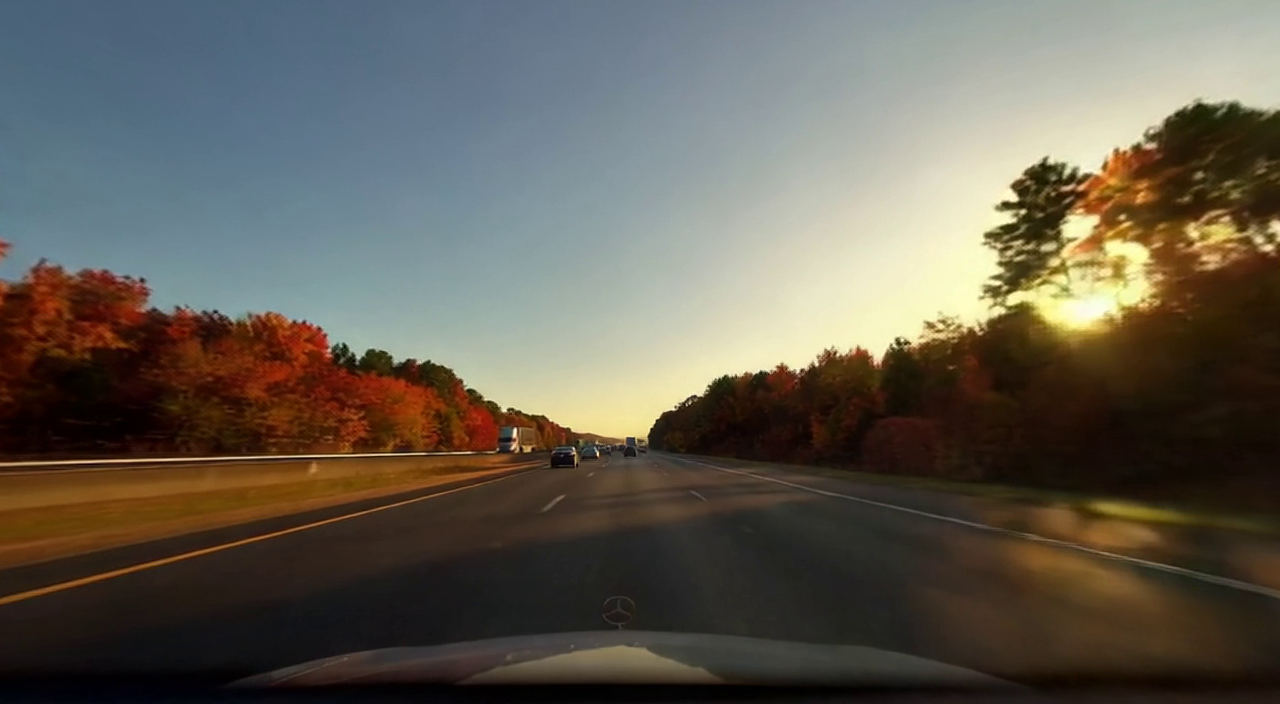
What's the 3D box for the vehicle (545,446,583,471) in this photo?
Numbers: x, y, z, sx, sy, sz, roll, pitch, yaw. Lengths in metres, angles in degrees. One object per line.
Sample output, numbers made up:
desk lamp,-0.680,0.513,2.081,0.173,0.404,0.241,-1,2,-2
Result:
vehicle,-4.662,6.619,39.082,1.963,1.475,3.665,0,-9,-1
